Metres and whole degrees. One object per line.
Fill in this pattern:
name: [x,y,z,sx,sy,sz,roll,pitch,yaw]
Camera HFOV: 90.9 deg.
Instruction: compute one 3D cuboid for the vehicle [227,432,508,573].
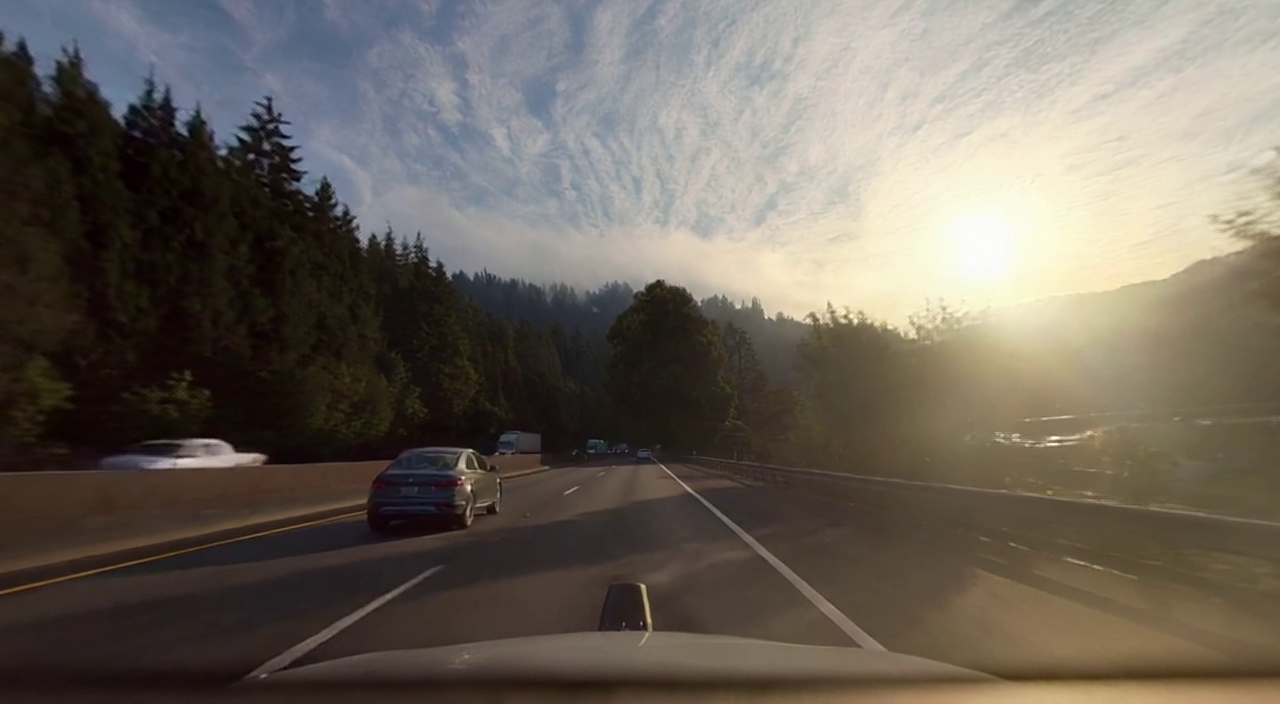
vehicle: [-3.446,2.001,9.198,1.969,1.505,4.636,0,-9,1]
